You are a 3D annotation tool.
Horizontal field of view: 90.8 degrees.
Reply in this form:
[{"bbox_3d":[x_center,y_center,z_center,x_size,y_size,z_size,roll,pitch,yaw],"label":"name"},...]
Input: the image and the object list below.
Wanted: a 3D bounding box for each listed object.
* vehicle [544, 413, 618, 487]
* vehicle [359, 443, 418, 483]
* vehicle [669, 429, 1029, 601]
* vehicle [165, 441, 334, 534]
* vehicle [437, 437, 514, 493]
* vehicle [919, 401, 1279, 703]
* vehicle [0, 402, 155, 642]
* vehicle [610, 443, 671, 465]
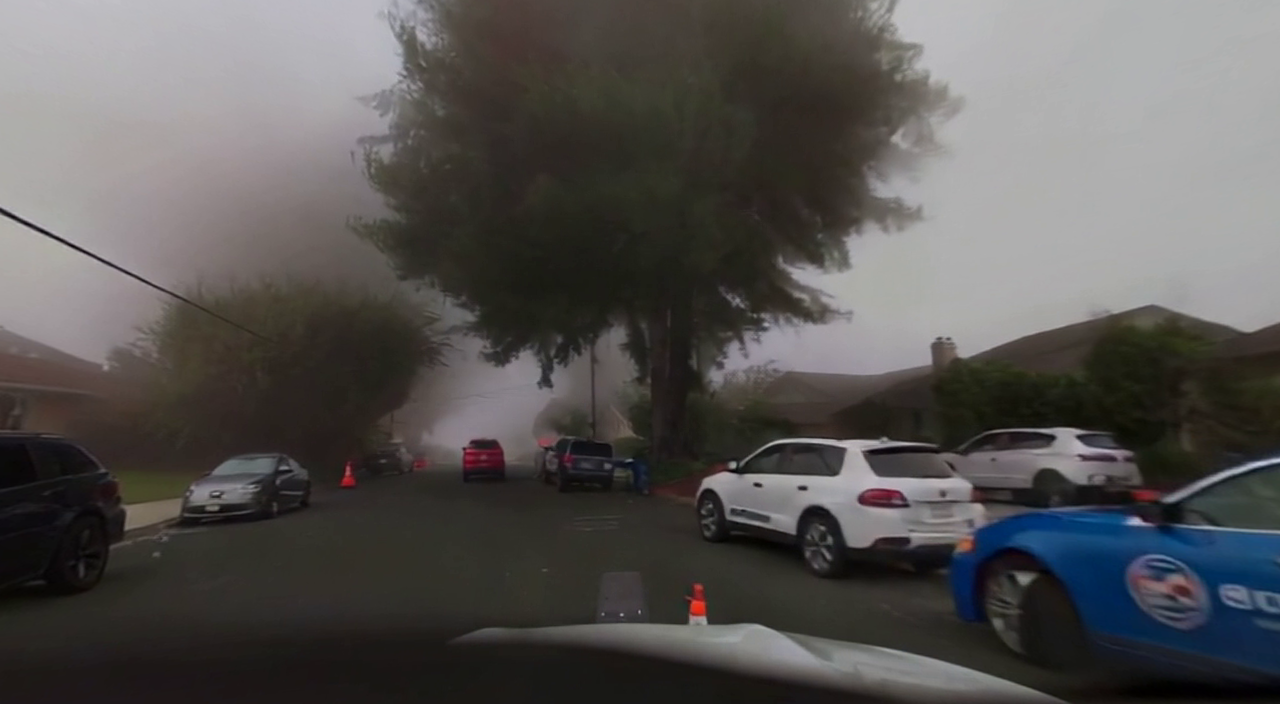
[{"bbox_3d":[-2.764,4.362,28.180,2.268,2.900,5.980,2,-9,-15],"label":"vehicle"},{"bbox_3d":[-12.931,5.684,32.792,2.241,1.822,4.728,0,-8,-15],"label":"vehicle"},{"bbox_3d":[2.142,1.858,8.391,1.996,1.497,5.022,1,-9,-16],"label":"vehicle"},{"bbox_3d":[-8.470,2.886,14.243,1.877,1.608,4.529,2,-7,-14],"label":"vehicle"},{"bbox_3d":[-5.812,3.915,22.329,2.350,1.748,4.094,2,-9,-15],"label":"vehicle"},{"bbox_3d":[3.739,0.947,2.424,2.400,1.515,4.710,2,-9,-15],"label":"vehicle"},{"bbox_3d":[-5.733,1.220,4.310,2.154,1.764,4.797,2,-8,-16],"label":"vehicle"},{"bbox_3d":[0.012,7.854,48.773,4.486,1.629,1.792,2,-9,-12],"label":"vehicle"}]
